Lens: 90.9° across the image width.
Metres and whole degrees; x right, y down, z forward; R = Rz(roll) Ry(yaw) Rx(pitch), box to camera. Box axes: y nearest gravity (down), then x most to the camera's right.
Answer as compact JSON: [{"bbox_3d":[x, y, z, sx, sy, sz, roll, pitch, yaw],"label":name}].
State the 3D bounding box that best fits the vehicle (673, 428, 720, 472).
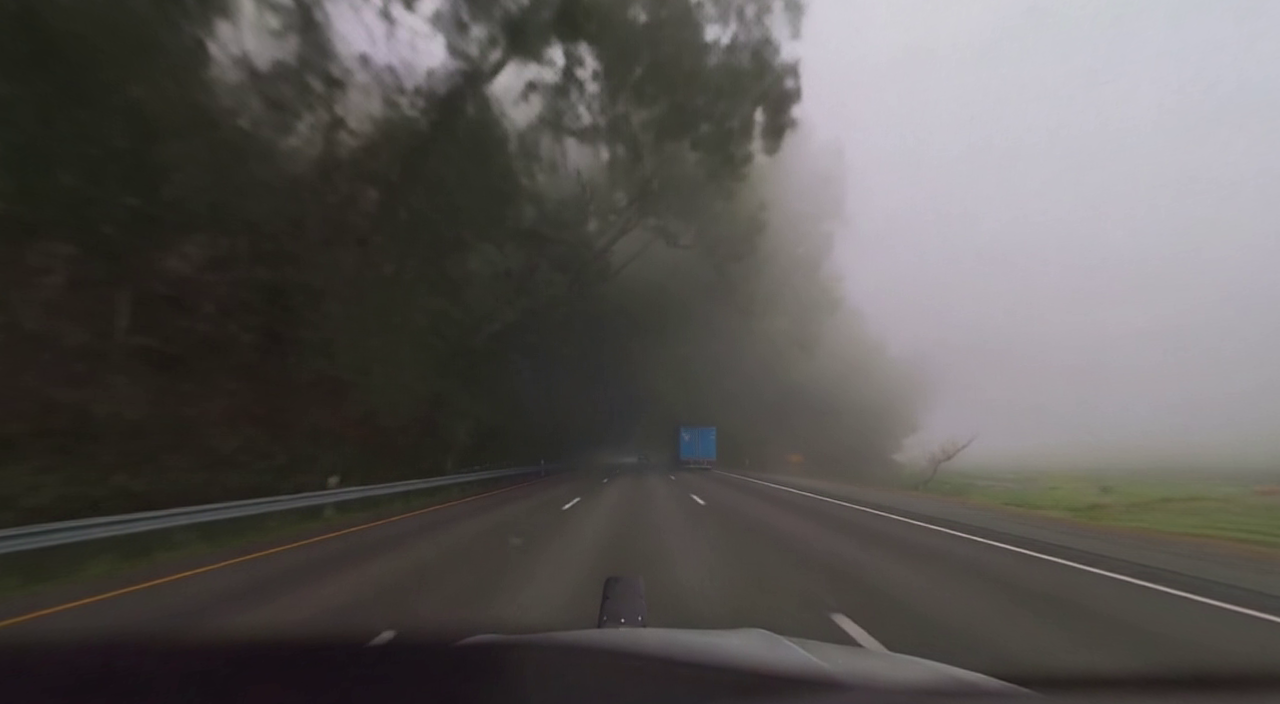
[{"bbox_3d":[3.764,6.734,43.311,2.572,2.795,5.978,0,-9,-1],"label":"vehicle"}]
